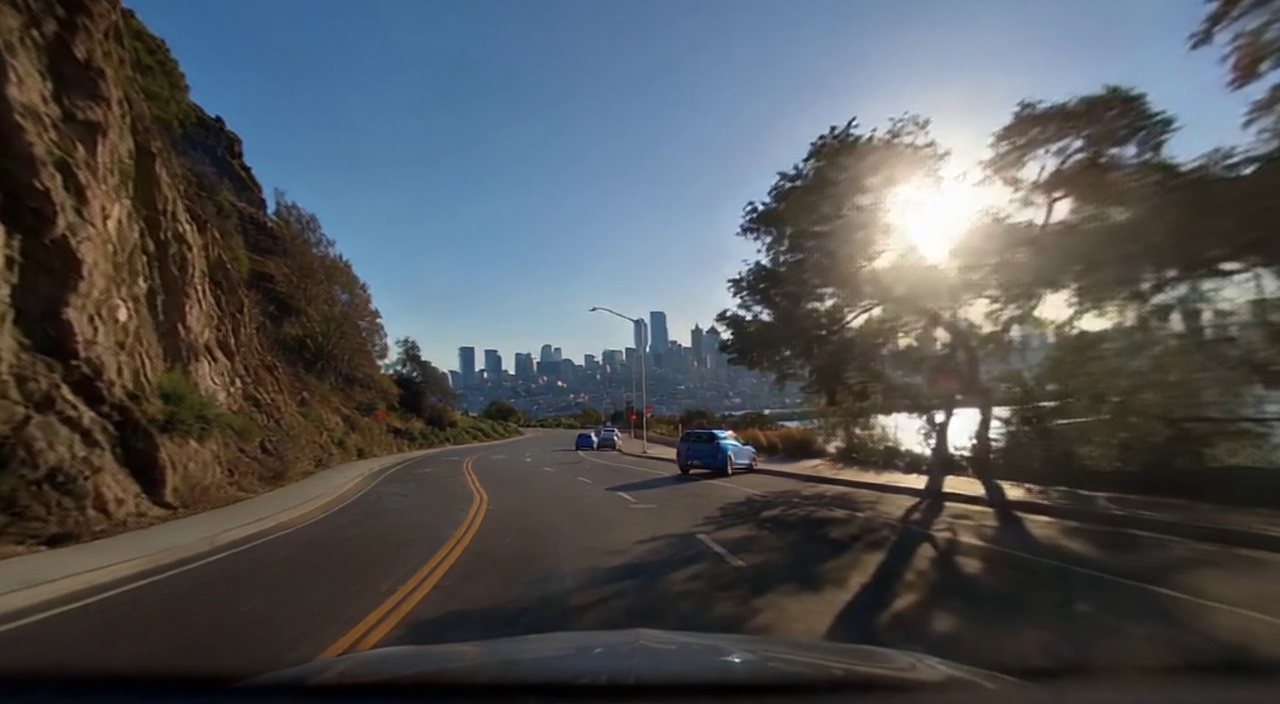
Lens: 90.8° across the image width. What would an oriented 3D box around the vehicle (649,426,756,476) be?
[{"bbox_3d":[2.452,3.693,23.682,2.064,1.667,4.453,-6,-10,34],"label":"vehicle"}]
